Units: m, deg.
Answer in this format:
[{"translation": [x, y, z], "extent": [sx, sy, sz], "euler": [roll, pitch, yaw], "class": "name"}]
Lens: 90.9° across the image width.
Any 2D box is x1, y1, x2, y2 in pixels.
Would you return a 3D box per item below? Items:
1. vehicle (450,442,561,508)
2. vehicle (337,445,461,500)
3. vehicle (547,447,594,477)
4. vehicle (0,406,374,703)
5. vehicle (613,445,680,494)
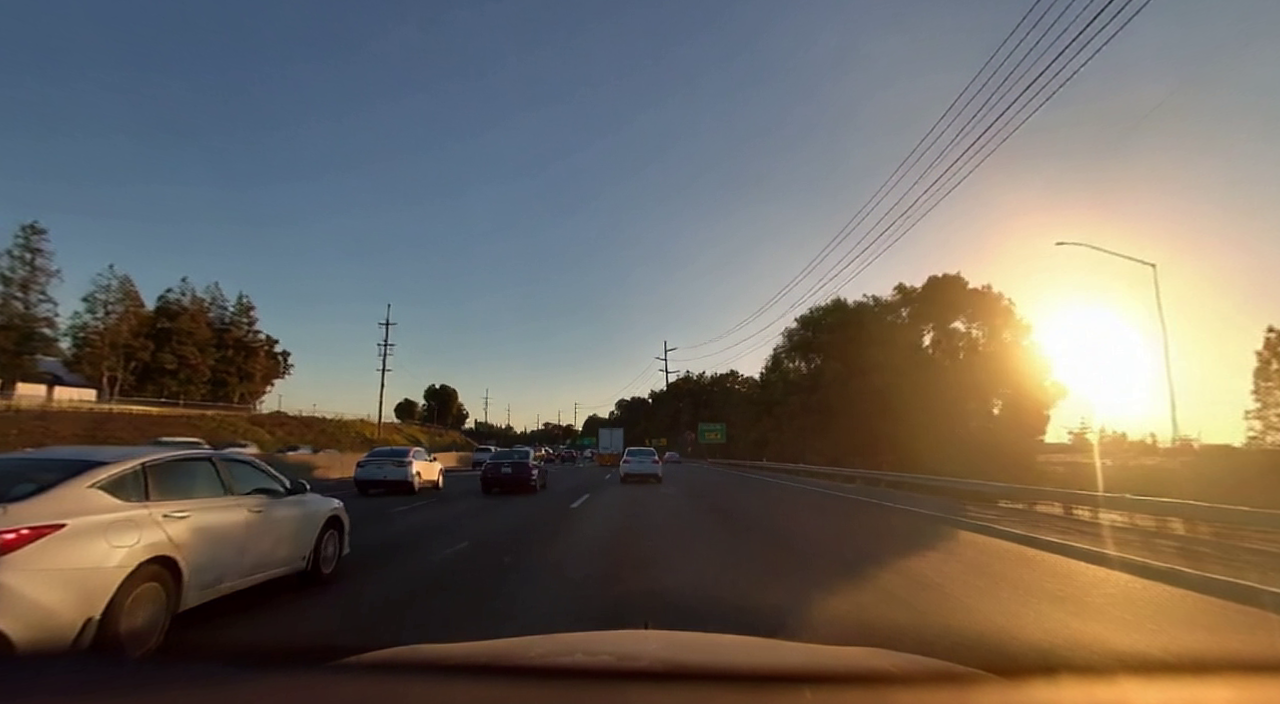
[{"translation": [-3.310, 3.110, 16.405], "extent": [1.912, 1.464, 4.115], "euler": [0, -9, 1], "class": "vehicle"}, {"translation": [-7.084, 3.553, 19.109], "extent": [1.867, 1.445, 4.499], "euler": [0, -9, 2], "class": "vehicle"}, {"translation": [-3.559, 5.675, 32.806], "extent": [2.013, 1.437, 3.801], "euler": [0, -9, 0], "class": "vehicle"}, {"translation": [-3.666, 1.212, 4.154], "extent": [1.883, 1.500, 4.373], "euler": [0, -9, 0], "class": "vehicle"}, {"translation": [0.173, 3.910, 21.374], "extent": [2.018, 1.470, 4.491], "euler": [0, -9, 0], "class": "vehicle"}]
